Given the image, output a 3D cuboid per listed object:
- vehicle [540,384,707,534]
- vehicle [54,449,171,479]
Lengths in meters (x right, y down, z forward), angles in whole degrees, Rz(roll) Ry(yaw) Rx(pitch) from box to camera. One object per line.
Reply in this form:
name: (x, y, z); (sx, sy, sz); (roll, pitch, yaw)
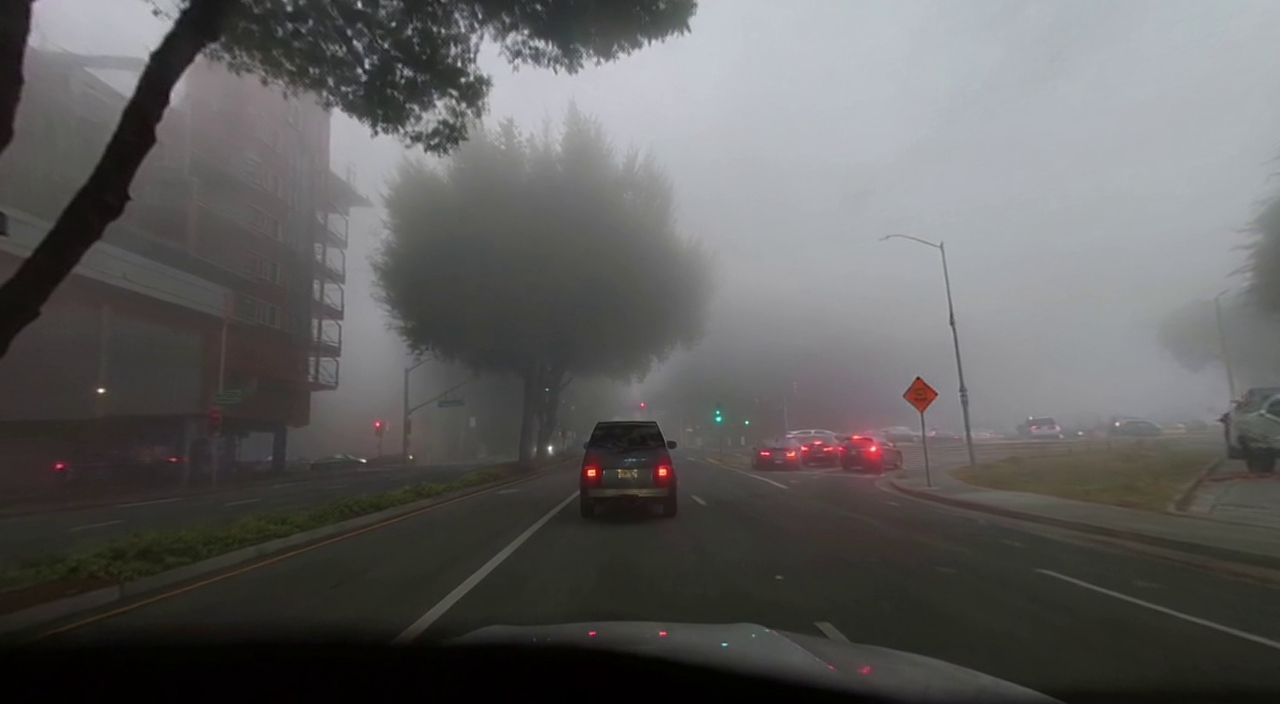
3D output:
vehicle: (-0.388, 1.934, 11.909); (2.350, 2.122, 5.801); (0, -8, -3)
vehicle: (-36.084, 7.669, 43.168); (5.755, 1.945, 2.403); (0, -8, -1)
